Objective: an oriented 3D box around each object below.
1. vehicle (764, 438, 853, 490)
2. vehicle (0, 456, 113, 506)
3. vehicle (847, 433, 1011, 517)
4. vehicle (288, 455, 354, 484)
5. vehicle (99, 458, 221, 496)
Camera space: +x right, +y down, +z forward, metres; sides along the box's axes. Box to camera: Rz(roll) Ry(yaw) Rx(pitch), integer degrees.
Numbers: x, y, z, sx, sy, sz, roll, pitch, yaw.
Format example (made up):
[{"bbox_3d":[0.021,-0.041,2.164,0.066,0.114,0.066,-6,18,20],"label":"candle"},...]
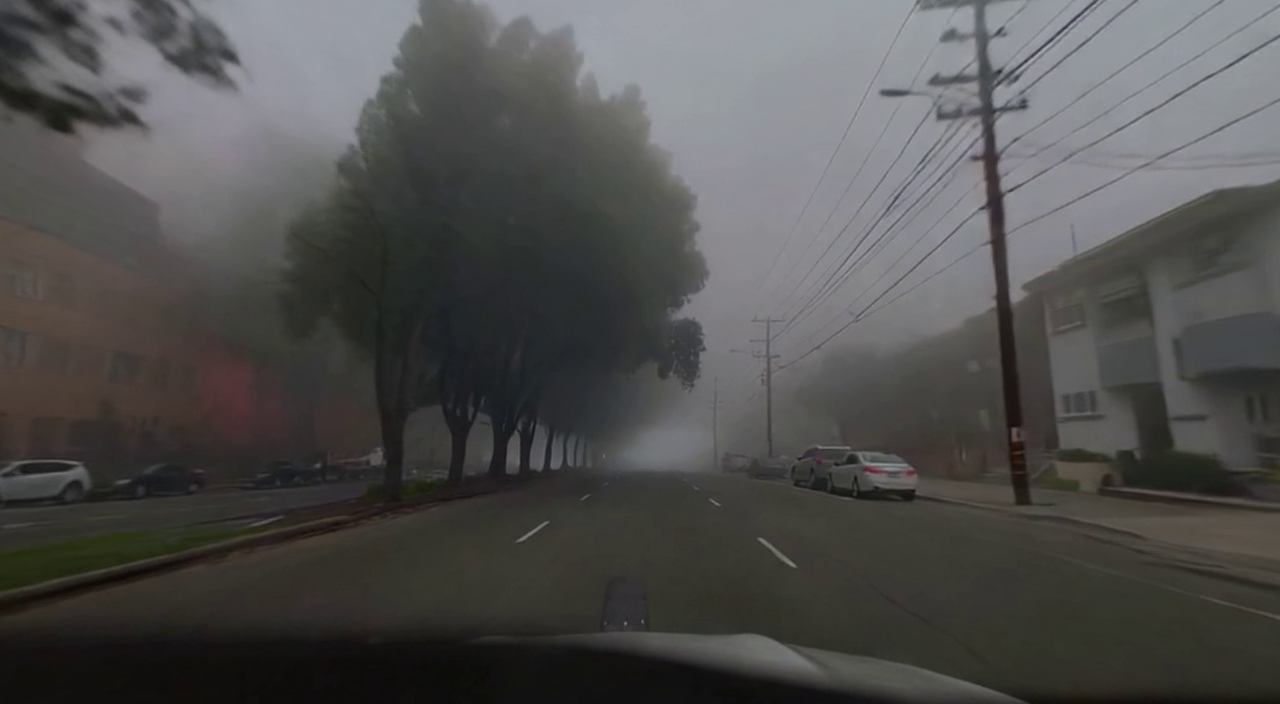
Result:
[{"bbox_3d":[7.237,4.849,27.900,2.197,2.019,6.225,0,-8,0],"label":"vehicle"},{"bbox_3d":[-22.367,4.646,23.068,1.966,1.595,4.719,0,-8,1],"label":"vehicle"},{"bbox_3d":[7.041,3.018,16.052,1.998,1.819,4.621,0,-8,0],"label":"vehicle"},{"bbox_3d":[-22.072,8.092,43.796,2.116,1.813,4.674,0,-8,0],"label":"vehicle"},{"bbox_3d":[-22.124,5.741,29.346,1.921,1.508,4.738,0,-8,1],"label":"vehicle"}]
